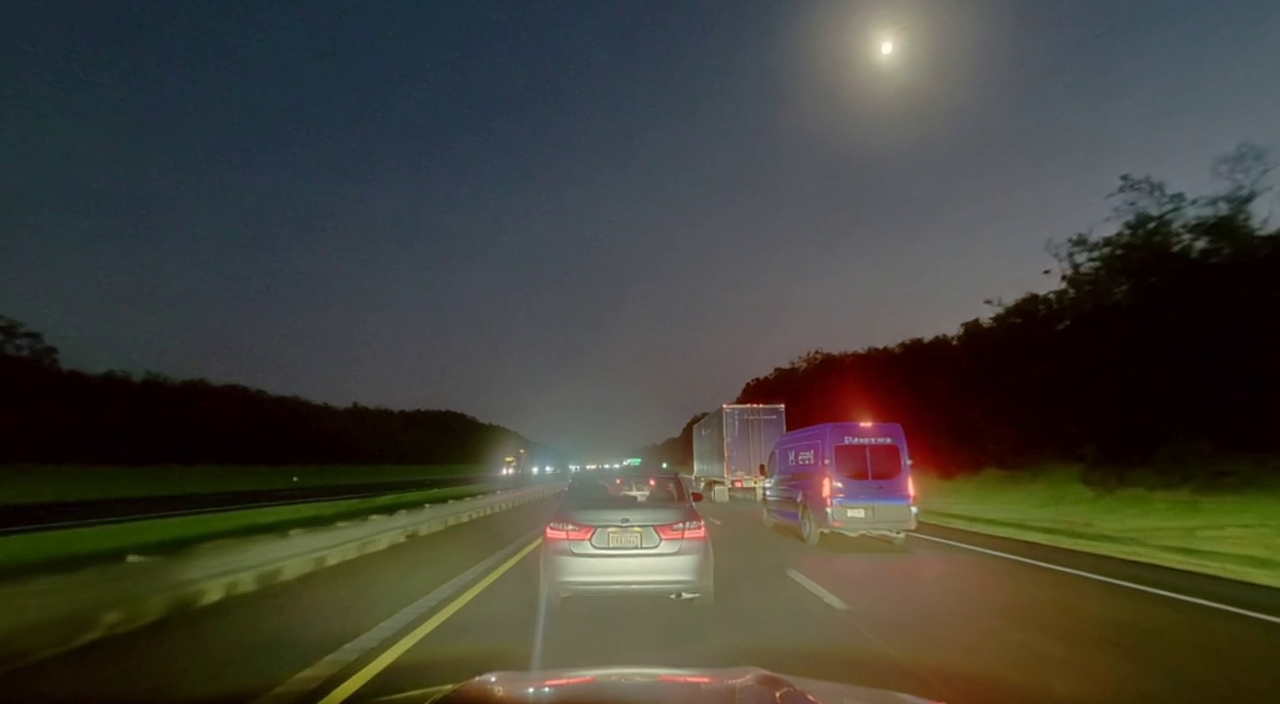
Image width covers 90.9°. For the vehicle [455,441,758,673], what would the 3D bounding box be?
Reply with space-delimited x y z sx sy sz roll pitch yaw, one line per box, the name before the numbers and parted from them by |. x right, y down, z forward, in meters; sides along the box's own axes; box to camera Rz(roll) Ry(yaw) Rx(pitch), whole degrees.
vehicle | -0.253 1.679 5.934 1.980 1.493 3.410 1 -11 -1

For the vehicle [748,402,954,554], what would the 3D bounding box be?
vehicle | 4.030 2.624 13.394 2.328 2.537 5.290 1 -11 -2
